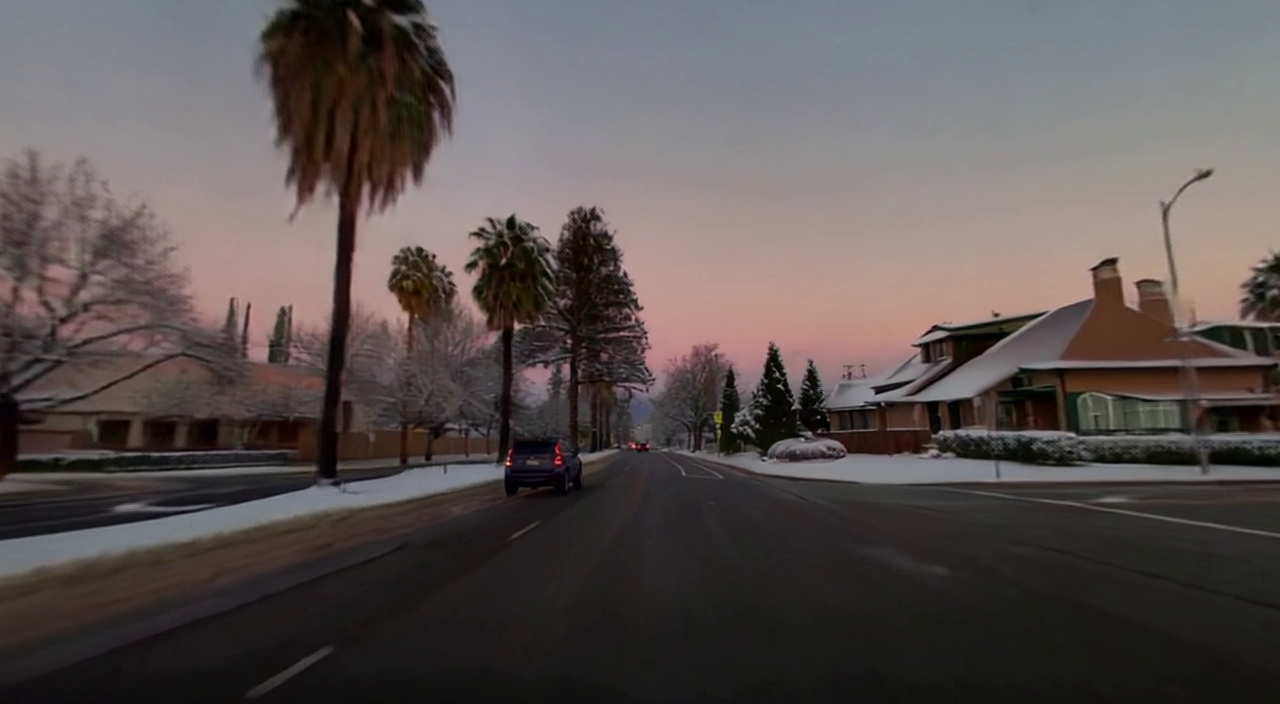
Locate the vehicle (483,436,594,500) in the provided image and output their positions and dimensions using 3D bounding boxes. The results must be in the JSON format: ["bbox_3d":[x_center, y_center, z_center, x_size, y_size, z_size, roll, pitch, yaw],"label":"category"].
[{"bbox_3d":[-2.573,3.100,17.296,2.075,1.498,4.730,0,-9,2],"label":"vehicle"}]
